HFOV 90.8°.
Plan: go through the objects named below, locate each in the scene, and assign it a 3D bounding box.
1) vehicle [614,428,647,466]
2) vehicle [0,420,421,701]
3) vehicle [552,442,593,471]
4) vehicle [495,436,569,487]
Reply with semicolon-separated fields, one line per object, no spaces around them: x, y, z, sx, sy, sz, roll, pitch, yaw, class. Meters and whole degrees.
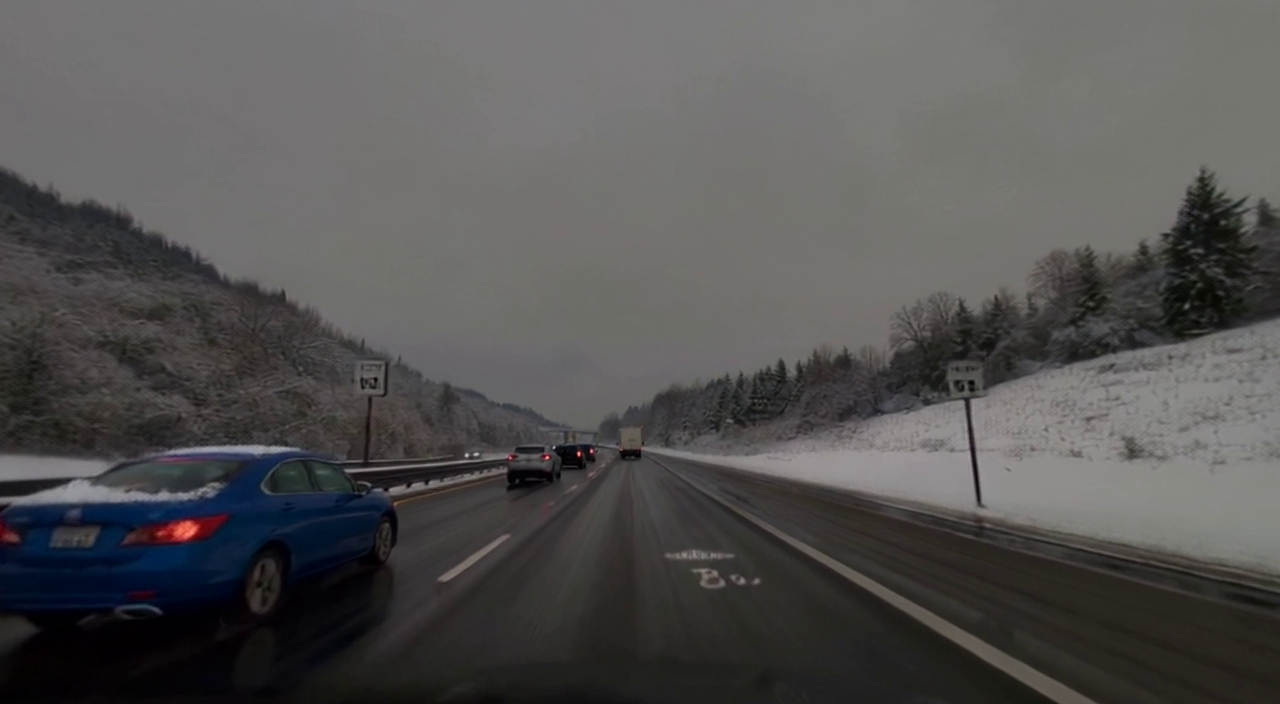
-0.648;7.061;46.706;2.227;2.611;5.900;0;-9;1;vehicle
-3.714;1.430;5.578;1.988;1.440;4.504;0;-9;-1;vehicle
-3.982;6.250;37.987;2.044;1.624;4.032;0;-9;0;vehicle
-3.951;4.082;23.795;2.073;1.694;4.162;0;-9;0;vehicle
